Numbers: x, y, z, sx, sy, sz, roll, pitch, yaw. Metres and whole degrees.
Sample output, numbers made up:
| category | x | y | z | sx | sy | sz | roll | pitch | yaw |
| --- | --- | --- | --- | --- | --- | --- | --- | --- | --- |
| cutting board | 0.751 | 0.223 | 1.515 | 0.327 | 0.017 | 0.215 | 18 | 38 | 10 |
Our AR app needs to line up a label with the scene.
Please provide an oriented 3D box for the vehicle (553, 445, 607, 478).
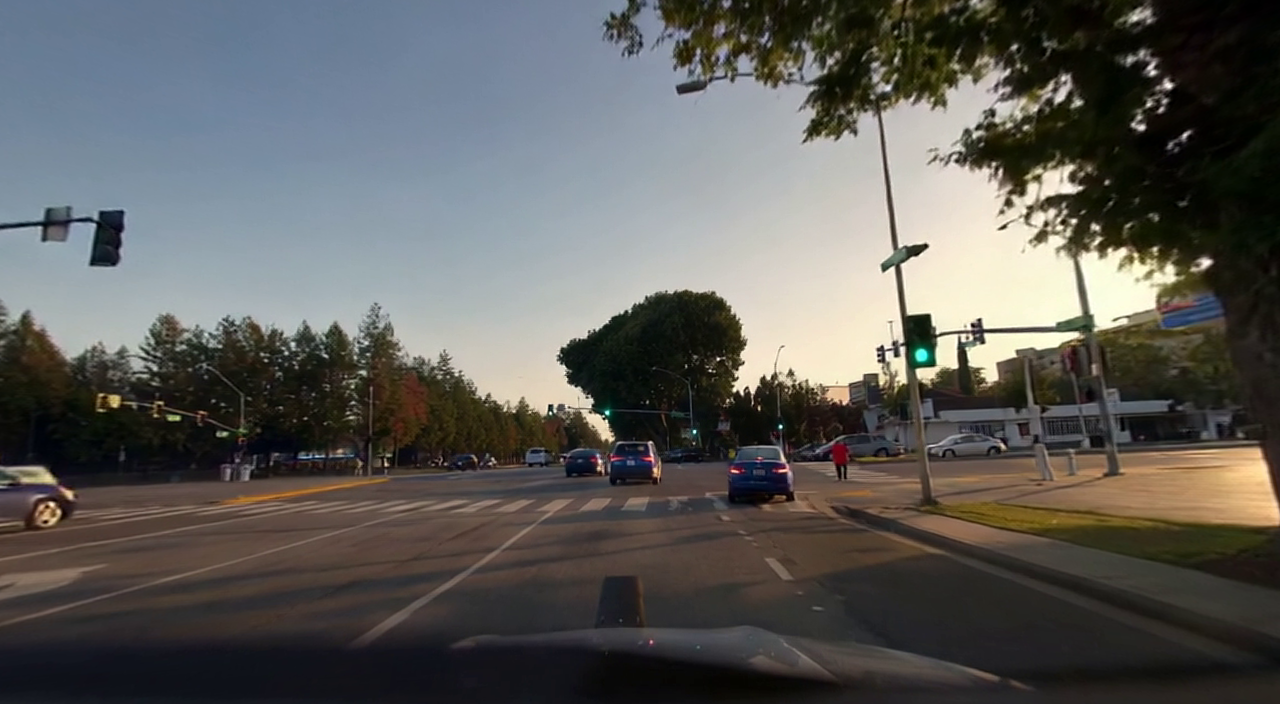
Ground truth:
| category | x | y | z | sx | sy | sz | roll | pitch | yaw |
| --- | --- | --- | --- | --- | --- | --- | --- | --- | --- |
| vehicle | -2.855 | 5.333 | 30.998 | 2.003 | 1.492 | 4.291 | -1 | -8 | 3 |

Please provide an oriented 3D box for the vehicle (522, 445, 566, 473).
| category | x | y | z | sx | sy | sz | roll | pitch | yaw |
| --- | --- | --- | --- | --- | --- | --- | --- | --- | --- |
| vehicle | -6.129 | 6.882 | 40.783 | 2.018 | 1.692 | 4.226 | -1 | -8 | 2 |

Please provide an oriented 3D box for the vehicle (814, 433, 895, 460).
| category | x | y | z | sx | sy | sz | roll | pitch | yaw |
| --- | --- | --- | --- | --- | --- | --- | --- | --- | --- |
| vehicle | 13.845 | 6.109 | 40.883 | 4.524 | 1.681 | 1.823 | 0 | -8 | -1 |

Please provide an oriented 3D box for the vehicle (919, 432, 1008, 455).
| category | x | y | z | sx | sy | sz | roll | pitch | yaw |
| --- | --- | --- | --- | --- | --- | --- | --- | --- | --- |
| vehicle | 20.726 | 5.875 | 40.602 | 4.700 | 1.417 | 1.789 | 0 | -8 | 2 |

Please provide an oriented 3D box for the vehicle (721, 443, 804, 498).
| category | x | y | z | sx | sy | sz | roll | pitch | yaw |
| --- | --- | --- | --- | --- | --- | --- | --- | --- | --- |
| vehicle | 3.882 | 3.540 | 19.437 | 1.976 | 1.462 | 4.342 | -3 | -9 | 18 |

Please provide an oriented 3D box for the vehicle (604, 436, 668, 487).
| category | x | y | z | sx | sy | sz | roll | pitch | yaw |
| --- | --- | --- | --- | --- | --- | --- | --- | --- | --- |
| vehicle | -0.083 | 4.111 | 24.060 | 2.210 | 1.722 | 4.215 | 0 | -8 | 2 |
